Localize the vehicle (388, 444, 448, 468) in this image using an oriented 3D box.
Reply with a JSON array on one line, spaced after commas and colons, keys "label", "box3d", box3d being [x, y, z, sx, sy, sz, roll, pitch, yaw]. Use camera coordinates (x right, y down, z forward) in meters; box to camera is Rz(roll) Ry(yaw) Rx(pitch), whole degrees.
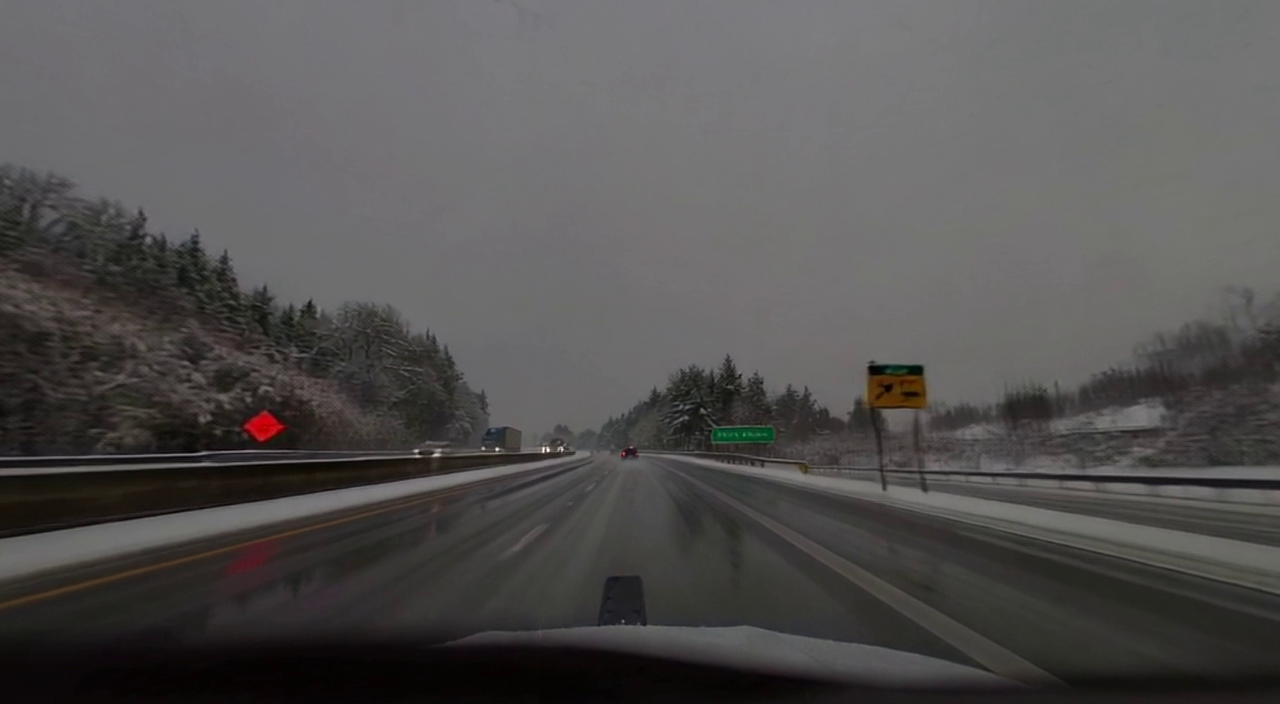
[{"label": "vehicle", "box3d": [-14.026, 6.573, 40.065, 2.181, 1.415, 4.576, 0, -9, -1]}]
